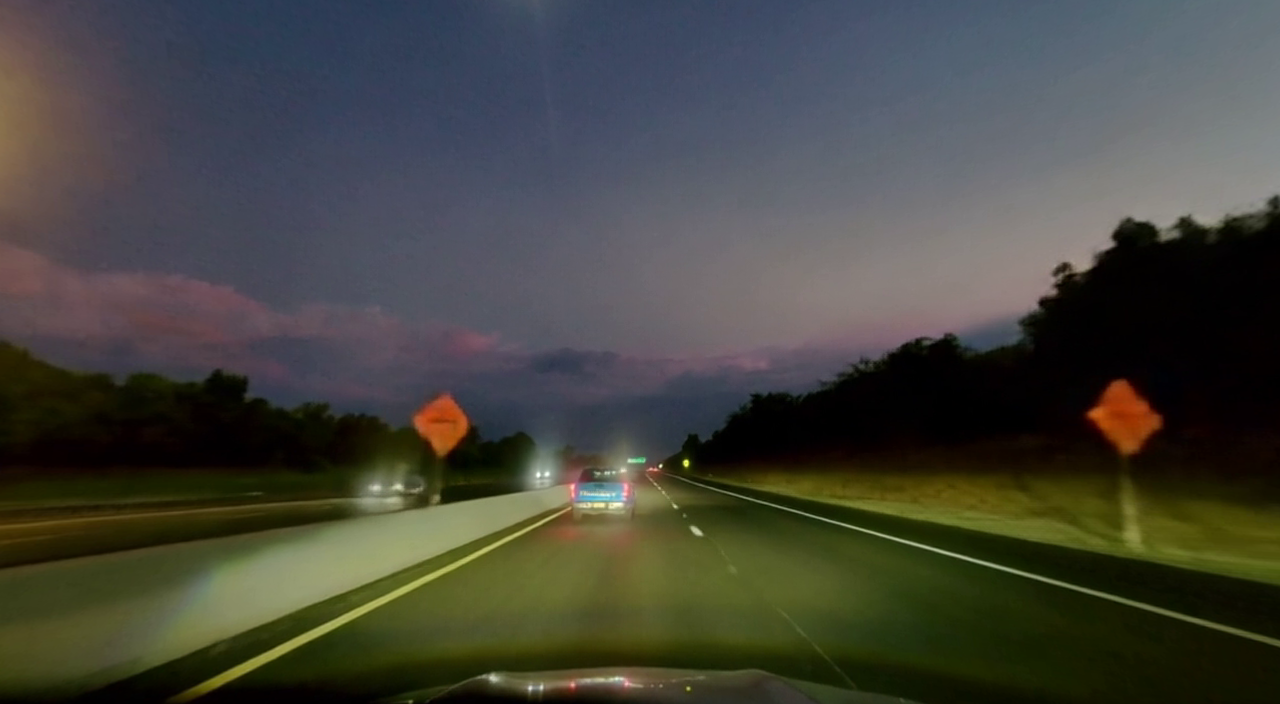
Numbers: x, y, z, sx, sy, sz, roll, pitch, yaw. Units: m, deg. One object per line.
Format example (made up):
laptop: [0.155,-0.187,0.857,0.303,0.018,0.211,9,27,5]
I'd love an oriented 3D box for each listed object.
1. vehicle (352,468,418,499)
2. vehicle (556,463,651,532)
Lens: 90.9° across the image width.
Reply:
vehicle: [-13.758,7.095,34.296,1.907,1.511,4.104,-2,-10,0]
vehicle: [-0.834,3.767,16.887,2.135,1.506,5.041,1,-10,0]
